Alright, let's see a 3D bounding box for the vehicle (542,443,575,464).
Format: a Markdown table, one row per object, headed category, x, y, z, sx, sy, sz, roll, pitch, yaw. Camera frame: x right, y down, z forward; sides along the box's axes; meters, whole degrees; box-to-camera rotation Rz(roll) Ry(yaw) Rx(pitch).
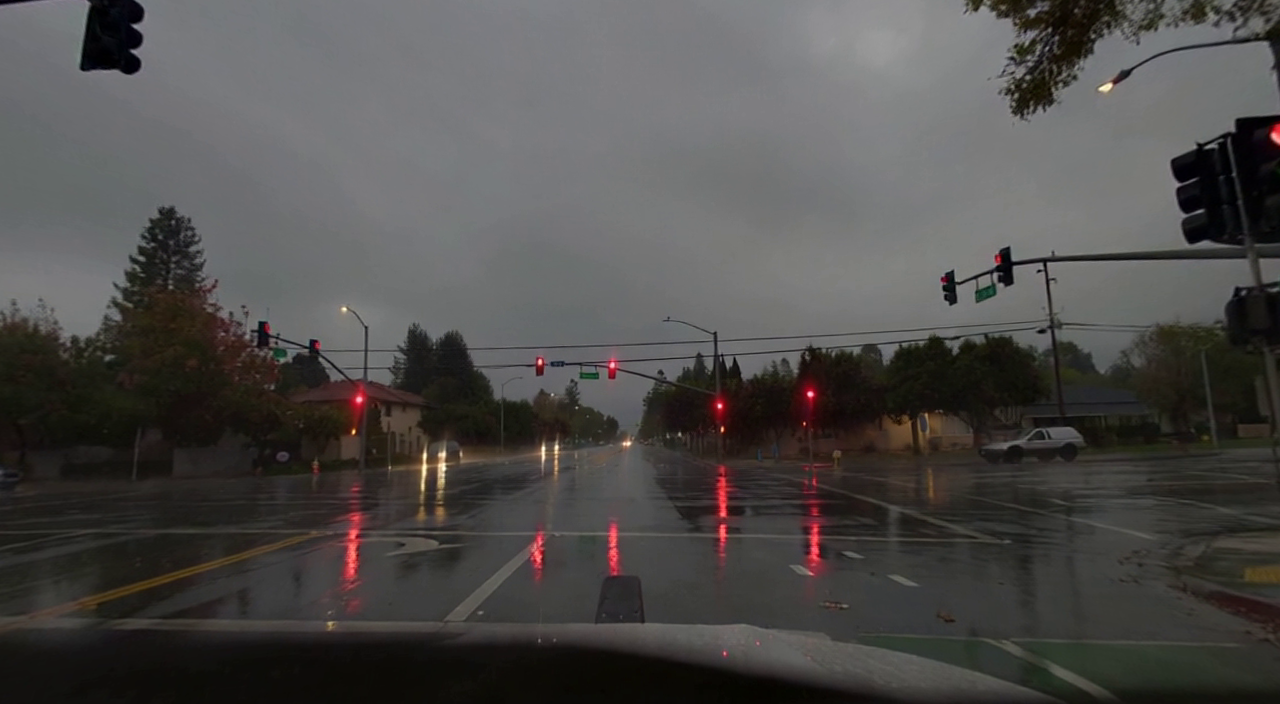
| category | x | y | z | sx | sy | sz | roll | pitch | yaw |
| --- | --- | --- | --- | --- | --- | --- | --- | --- | --- |
| vehicle | -6.077 | 7.671 | 47.809 | 1.936 | 1.444 | 4.168 | 0 | -8 | 0 |
